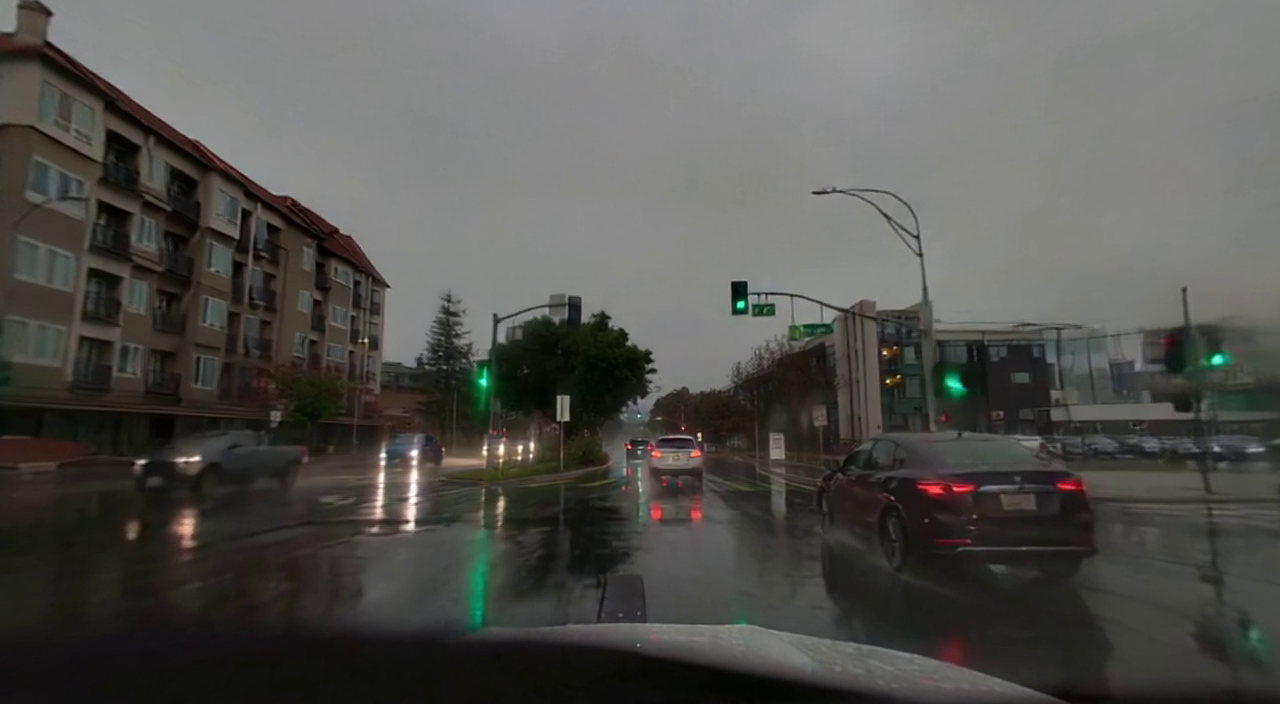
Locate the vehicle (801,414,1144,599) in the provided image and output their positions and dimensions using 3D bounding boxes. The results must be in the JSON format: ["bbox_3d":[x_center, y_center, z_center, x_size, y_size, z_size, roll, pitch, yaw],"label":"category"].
[{"bbox_3d":[3.461,1.665,7.695,1.906,1.608,4.137,0,-8,0],"label":"vehicle"}]

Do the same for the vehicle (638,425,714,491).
[{"bbox_3d":[1.272,3.481,21.177,2.206,1.858,5.332,0,-8,5],"label":"vehicle"}]

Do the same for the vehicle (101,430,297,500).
[{"bbox_3d":[-12.523,3.217,18.538,1.964,1.712,5.236,0,-8,0],"label":"vehicle"}]

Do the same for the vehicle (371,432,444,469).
[{"bbox_3d":[-12.439,5.306,34.171,2.076,1.836,4.847,0,-8,0],"label":"vehicle"}]
